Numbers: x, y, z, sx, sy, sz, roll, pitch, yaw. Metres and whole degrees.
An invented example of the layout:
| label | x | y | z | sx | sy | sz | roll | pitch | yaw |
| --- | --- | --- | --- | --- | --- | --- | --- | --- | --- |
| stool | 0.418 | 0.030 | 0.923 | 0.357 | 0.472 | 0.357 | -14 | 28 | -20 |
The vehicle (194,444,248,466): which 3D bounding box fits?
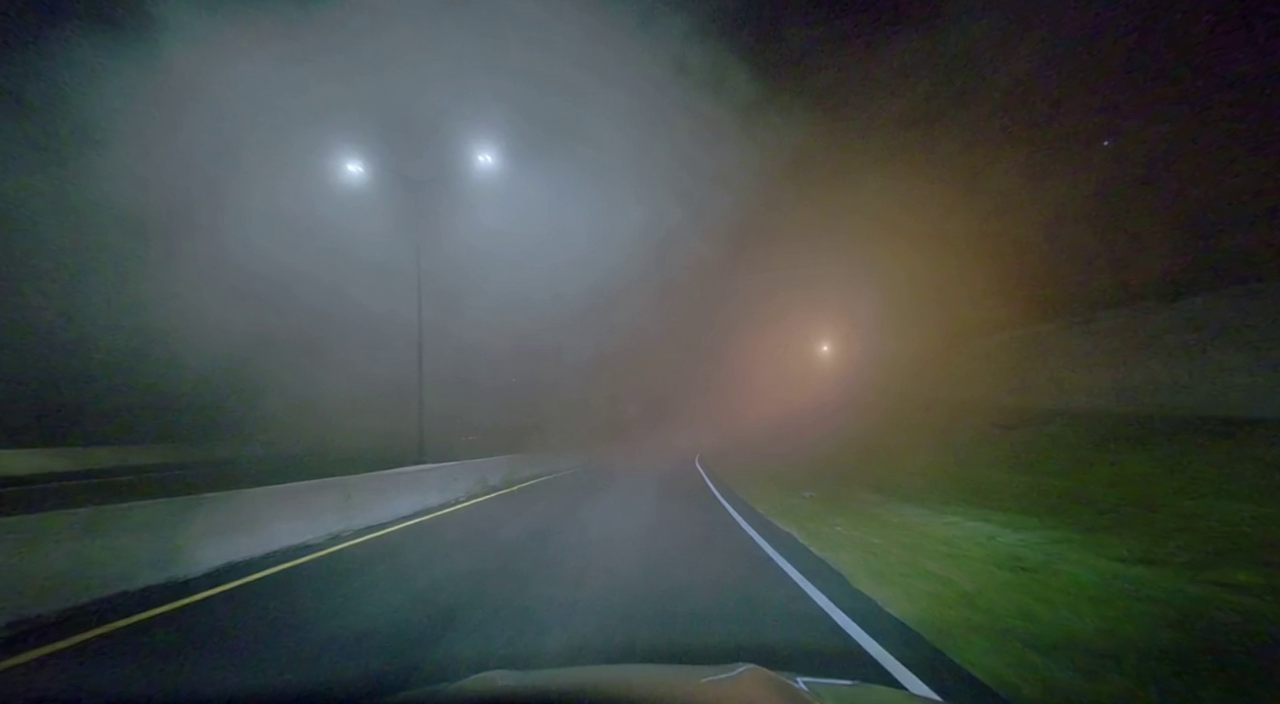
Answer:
| label | x | y | z | sx | sy | sz | roll | pitch | yaw |
| --- | --- | --- | --- | --- | --- | --- | --- | --- | --- |
| vehicle | -31.963 | 7.821 | 48.096 | 1.958 | 1.562 | 4.494 | 2 | -8 | -14 |
